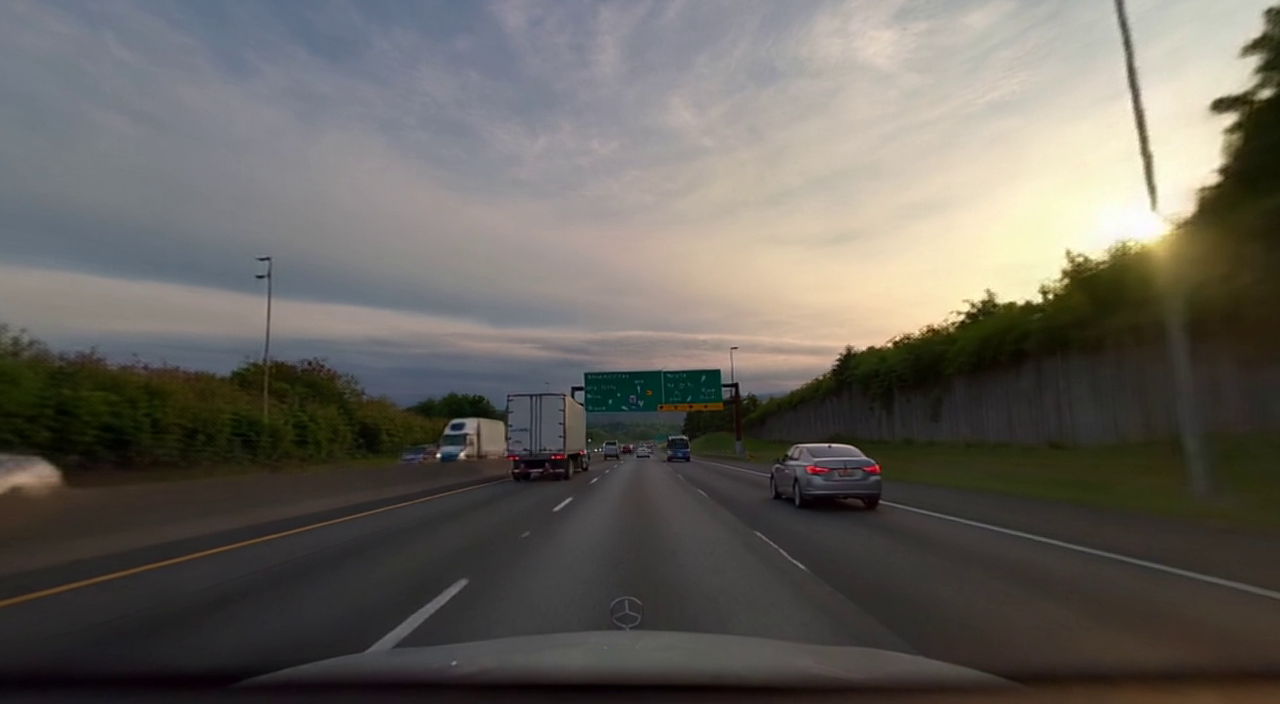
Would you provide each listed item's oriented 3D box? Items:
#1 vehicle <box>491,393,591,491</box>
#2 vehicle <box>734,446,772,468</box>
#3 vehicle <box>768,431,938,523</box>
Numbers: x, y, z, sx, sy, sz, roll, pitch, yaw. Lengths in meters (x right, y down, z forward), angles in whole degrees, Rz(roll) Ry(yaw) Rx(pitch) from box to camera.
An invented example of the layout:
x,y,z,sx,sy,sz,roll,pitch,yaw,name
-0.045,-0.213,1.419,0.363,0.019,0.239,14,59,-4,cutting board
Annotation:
x,y,z,sx,sy,sz,roll,pitch,yaw,name
-3.490,3.474,24.044,2.667,3.195,6.731,0,-9,0,vehicle
8.117,7.565,45.609,1.876,1.475,4.185,0,-9,-1,vehicle
4.048,2.444,12.813,1.983,1.545,4.038,0,-9,-1,vehicle
